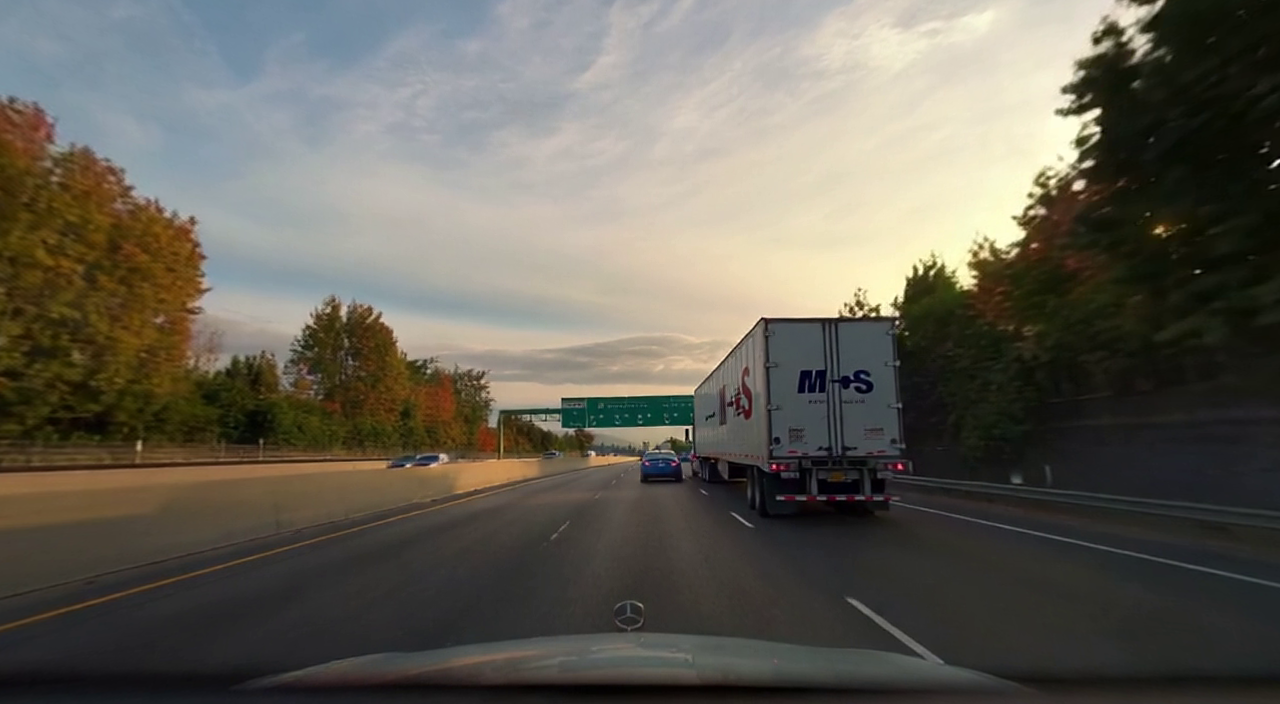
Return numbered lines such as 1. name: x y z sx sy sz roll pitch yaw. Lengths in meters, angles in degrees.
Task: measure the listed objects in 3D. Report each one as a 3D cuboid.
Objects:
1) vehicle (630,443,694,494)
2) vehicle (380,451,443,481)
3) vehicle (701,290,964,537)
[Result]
1. vehicle: 0.706 4.155 22.773 2.121 1.642 3.828 0 -9 0
2. vehicle: -13.070 6.530 36.289 1.941 1.602 4.247 0 -9 2
3. vehicle: 3.822 2.040 17.533 3.002 4.104 14.174 0 -9 1
